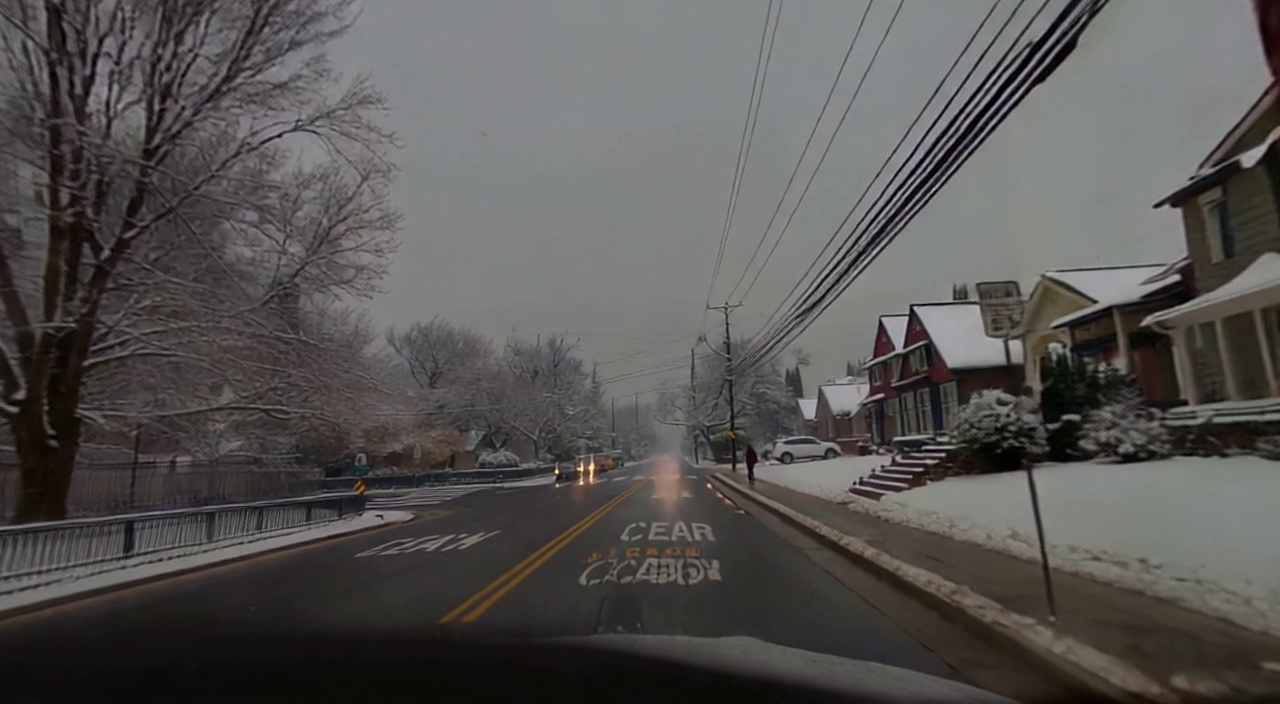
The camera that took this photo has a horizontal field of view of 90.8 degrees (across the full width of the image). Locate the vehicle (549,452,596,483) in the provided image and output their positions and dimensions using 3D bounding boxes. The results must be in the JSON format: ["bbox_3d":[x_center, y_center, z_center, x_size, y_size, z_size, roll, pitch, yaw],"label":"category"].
[{"bbox_3d":[-4.264,7.390,40.818,2.203,1.787,4.704,-1,-8,4],"label":"vehicle"}]
